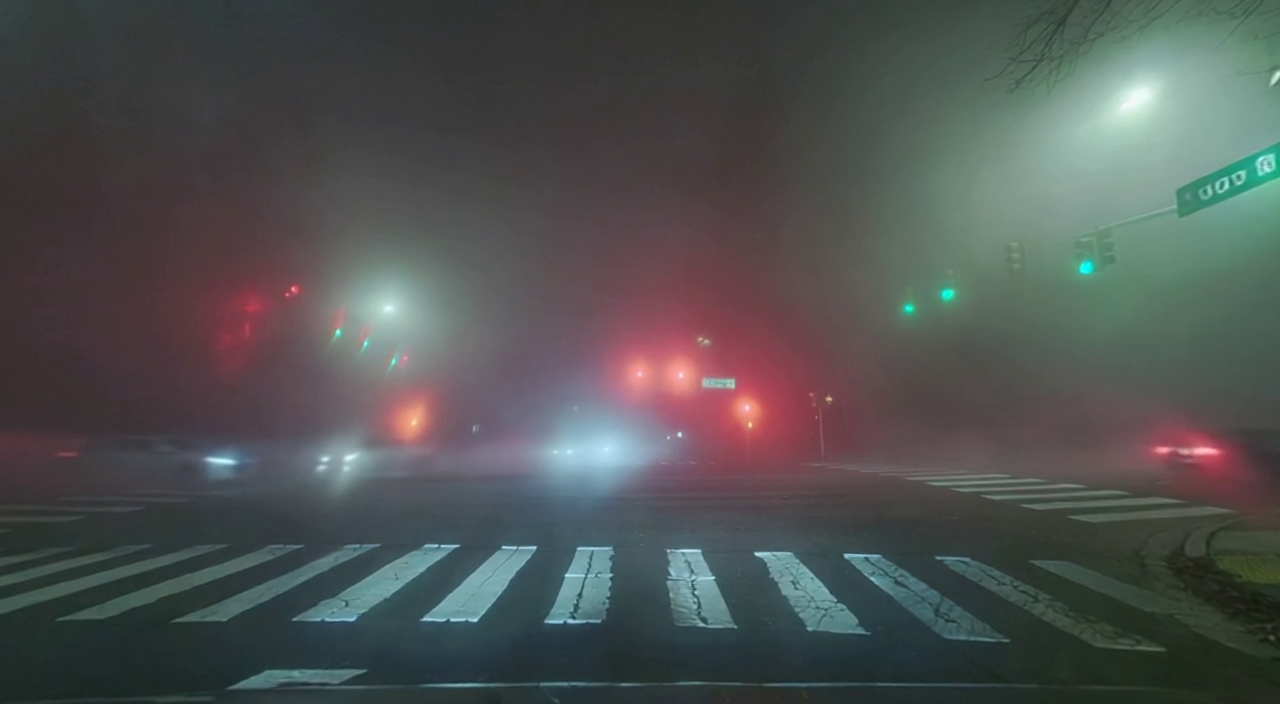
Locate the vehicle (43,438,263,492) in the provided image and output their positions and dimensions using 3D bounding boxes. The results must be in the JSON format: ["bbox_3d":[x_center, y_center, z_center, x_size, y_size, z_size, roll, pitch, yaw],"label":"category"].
[{"bbox_3d":[-14.262,3.318,18.756,4.838,1.468,2.052,0,-9,1],"label":"vehicle"}]

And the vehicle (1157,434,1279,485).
[{"bbox_3d":[18.892,3.232,19.173,4.698,1.466,1.883,0,-9,0],"label":"vehicle"}]
